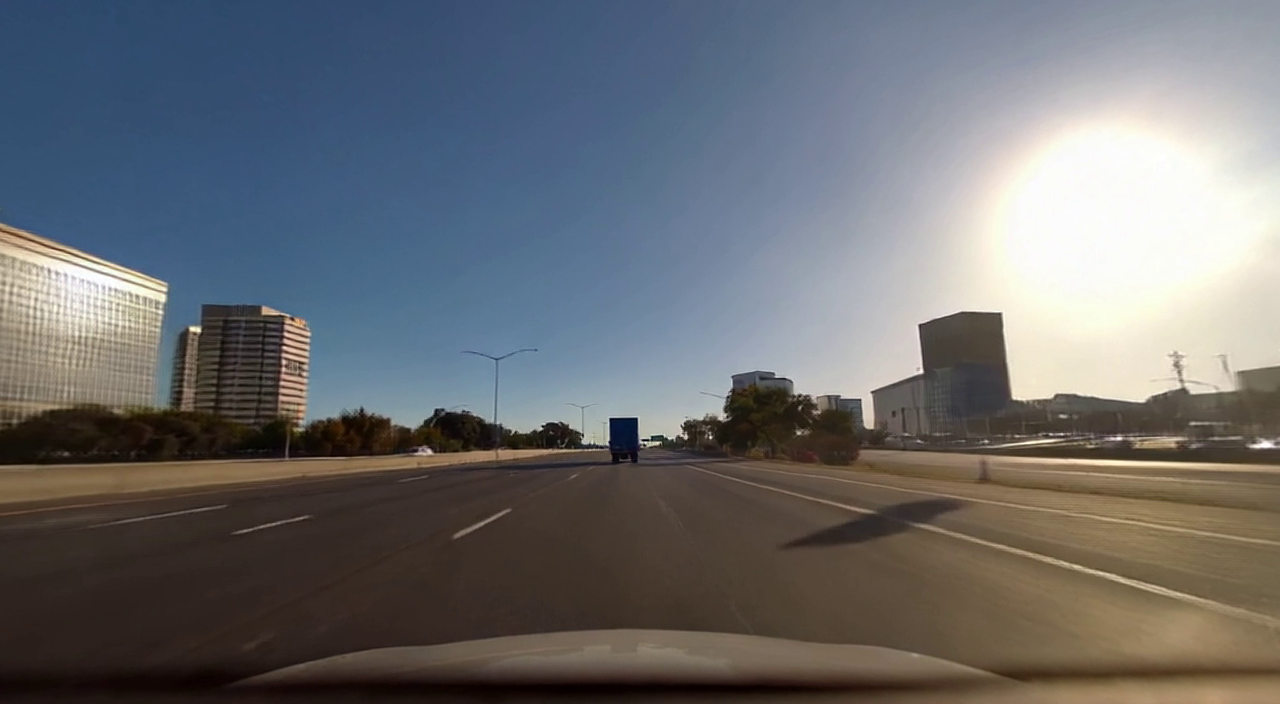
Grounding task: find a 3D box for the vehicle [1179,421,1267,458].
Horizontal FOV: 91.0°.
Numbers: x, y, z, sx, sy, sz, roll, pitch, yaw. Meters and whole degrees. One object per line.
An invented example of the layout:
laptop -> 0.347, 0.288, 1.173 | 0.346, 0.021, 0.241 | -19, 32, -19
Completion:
vehicle -> 42.433, 6.459, 46.126 | 2.319, 2.462, 6.910 | -4, -9, 22
